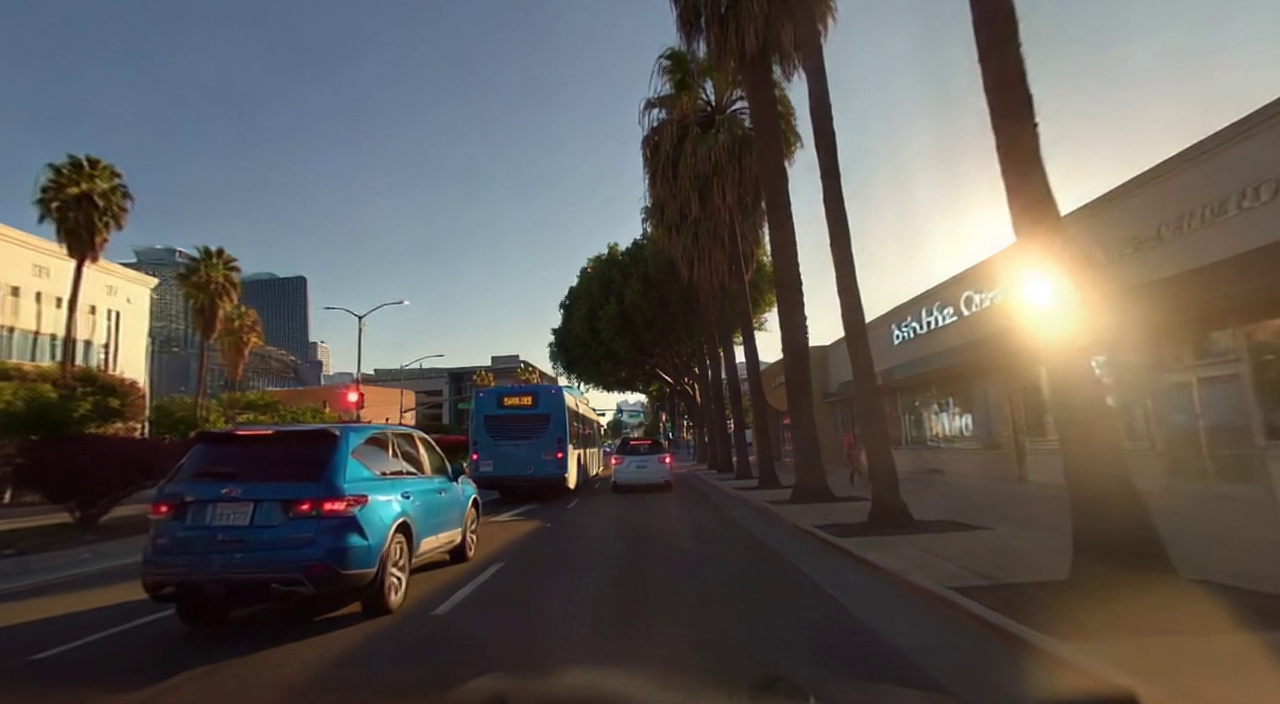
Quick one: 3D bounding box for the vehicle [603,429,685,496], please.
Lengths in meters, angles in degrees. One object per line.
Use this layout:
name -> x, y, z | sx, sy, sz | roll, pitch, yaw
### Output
vehicle -> 0.127, 3.175, 18.420 | 2.120, 1.727, 3.917 | 0, -8, 1

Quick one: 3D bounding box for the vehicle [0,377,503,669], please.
vehicle -> -2.980, 1.390, 6.269 | 2.124, 1.799, 4.587 | 0, -8, 1

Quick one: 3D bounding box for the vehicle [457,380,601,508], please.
vehicle -> -2.933, 2.828, 19.414 | 2.775, 3.064, 8.297 | 0, -8, 1
